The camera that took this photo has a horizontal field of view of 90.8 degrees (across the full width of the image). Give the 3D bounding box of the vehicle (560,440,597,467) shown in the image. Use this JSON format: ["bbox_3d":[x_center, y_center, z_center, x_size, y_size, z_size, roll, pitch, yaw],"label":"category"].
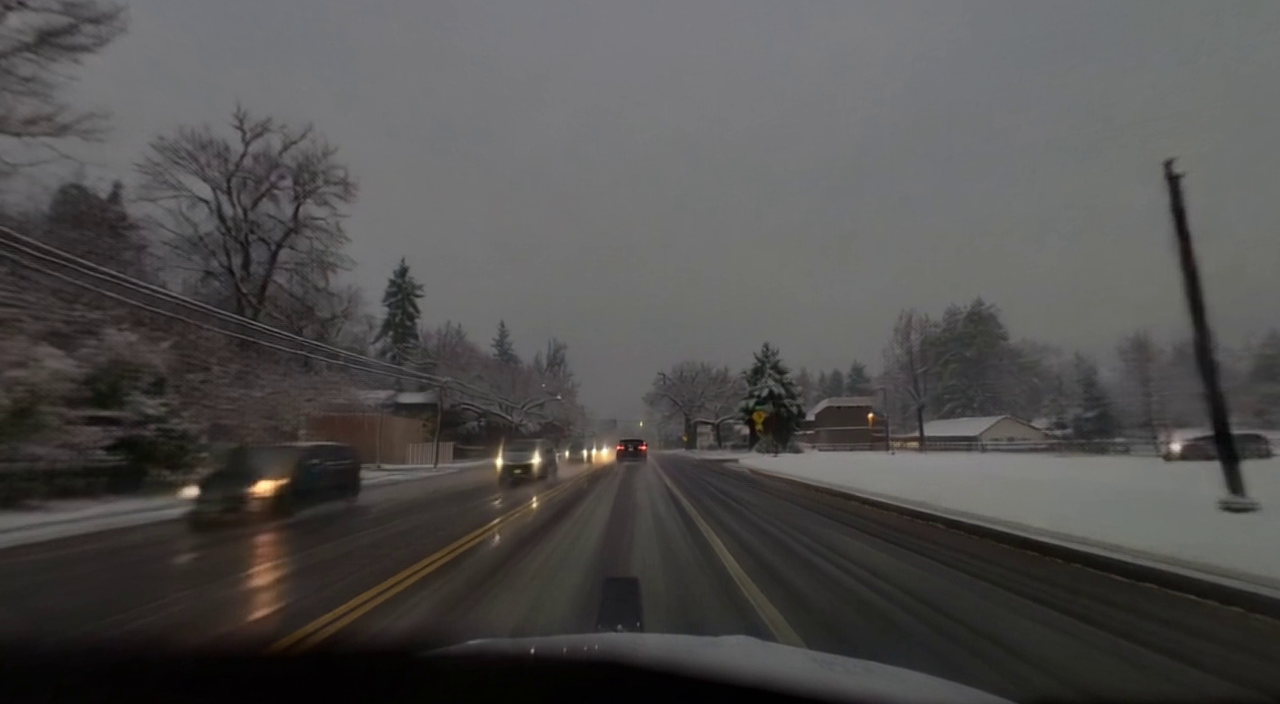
[{"bbox_3d":[-4.086,6.797,42.354,1.977,1.729,4.625,0,-9,0],"label":"vehicle"}]

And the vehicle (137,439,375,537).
[{"bbox_3d":[-7.964,2.831,13.892,2.211,1.608,4.942,-3,-9,-1],"label":"vehicle"}]

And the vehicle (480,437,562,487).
[{"bbox_3d":[-4.187,3.939,22.903,2.115,1.638,4.098,0,-9,1],"label":"vehicle"}]

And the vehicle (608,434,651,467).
[{"bbox_3d":[-0.615,6.299,40.432,2.554,1.902,5.329,0,-9,1],"label":"vehicle"}]
